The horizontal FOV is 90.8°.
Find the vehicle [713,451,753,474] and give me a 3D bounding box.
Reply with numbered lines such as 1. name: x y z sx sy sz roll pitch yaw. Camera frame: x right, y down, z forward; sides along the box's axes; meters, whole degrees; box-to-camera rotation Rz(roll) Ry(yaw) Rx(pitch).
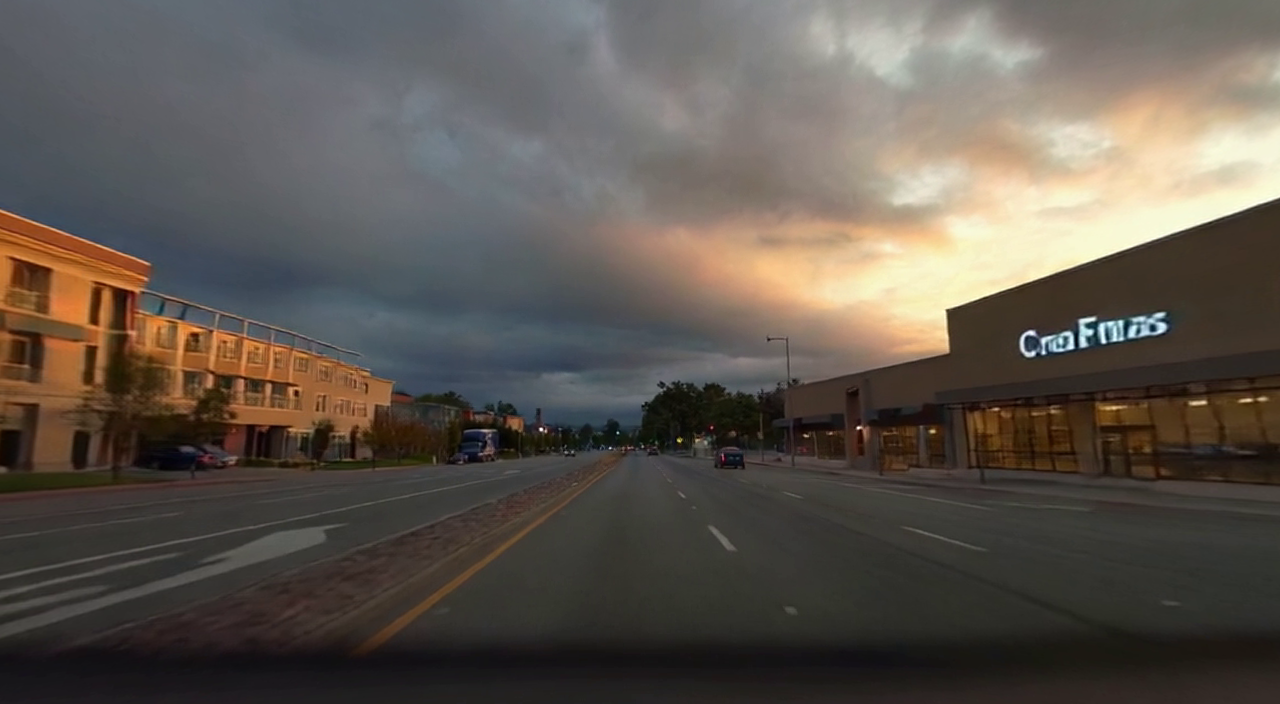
1. vehicle: 6.284 7.492 42.990 1.916 1.437 4.327 1 -9 -2

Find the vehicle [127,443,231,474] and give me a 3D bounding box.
1. vehicle: -29.687 6.911 41.006 2.207 1.863 5.860 0 -9 1
